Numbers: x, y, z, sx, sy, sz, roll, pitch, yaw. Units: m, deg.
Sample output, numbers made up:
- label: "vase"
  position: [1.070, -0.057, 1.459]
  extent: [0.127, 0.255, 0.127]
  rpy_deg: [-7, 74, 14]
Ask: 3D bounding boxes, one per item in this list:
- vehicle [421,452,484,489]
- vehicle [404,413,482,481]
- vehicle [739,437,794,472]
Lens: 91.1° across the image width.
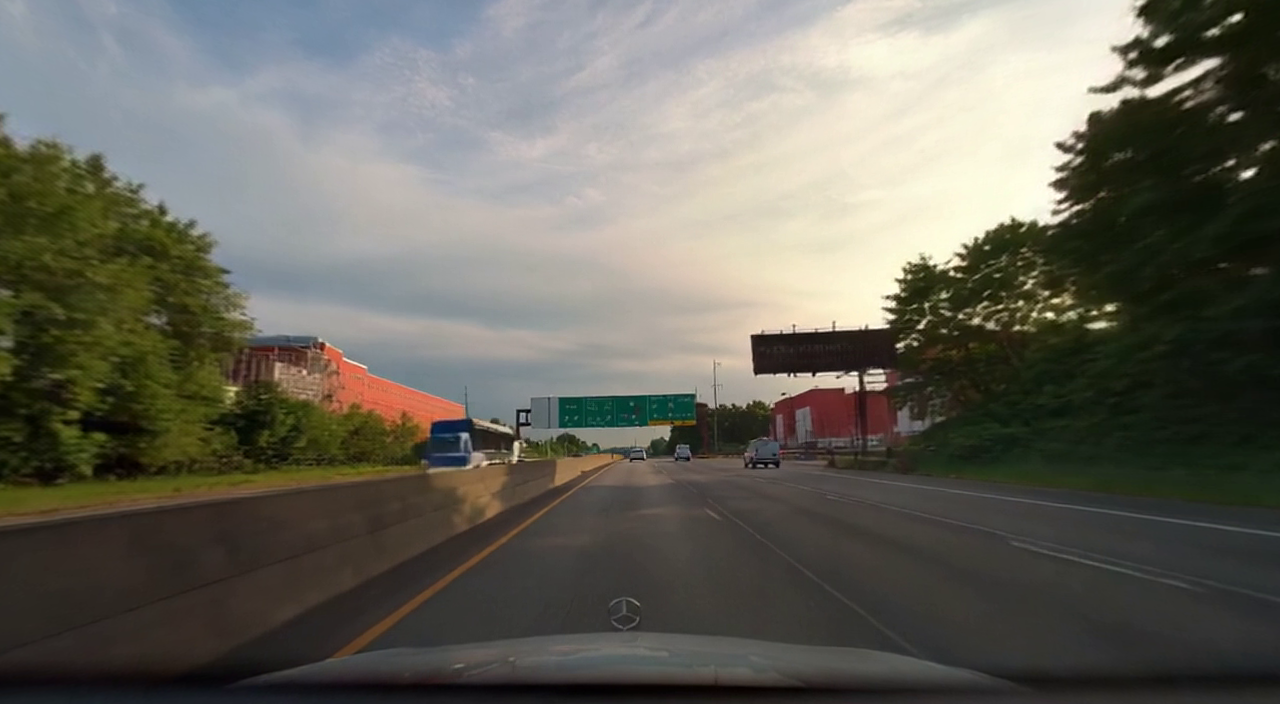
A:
- label: "vehicle"
  position: [-7.970, 5.032, 27.062]
  extent: [1.721, 1.446, 3.630]
  rpy_deg: [0, -9, -2]
- label: "vehicle"
  position: [-12.298, 6.029, 39.856]
  extent: [2.959, 3.982, 5.948]
  rpy_deg: [0, -9, 0]
- label: "vehicle"
  position: [7.408, 6.068, 37.397]
  extent: [2.156, 1.943, 5.010]
  rpy_deg: [0, -9, -1]
